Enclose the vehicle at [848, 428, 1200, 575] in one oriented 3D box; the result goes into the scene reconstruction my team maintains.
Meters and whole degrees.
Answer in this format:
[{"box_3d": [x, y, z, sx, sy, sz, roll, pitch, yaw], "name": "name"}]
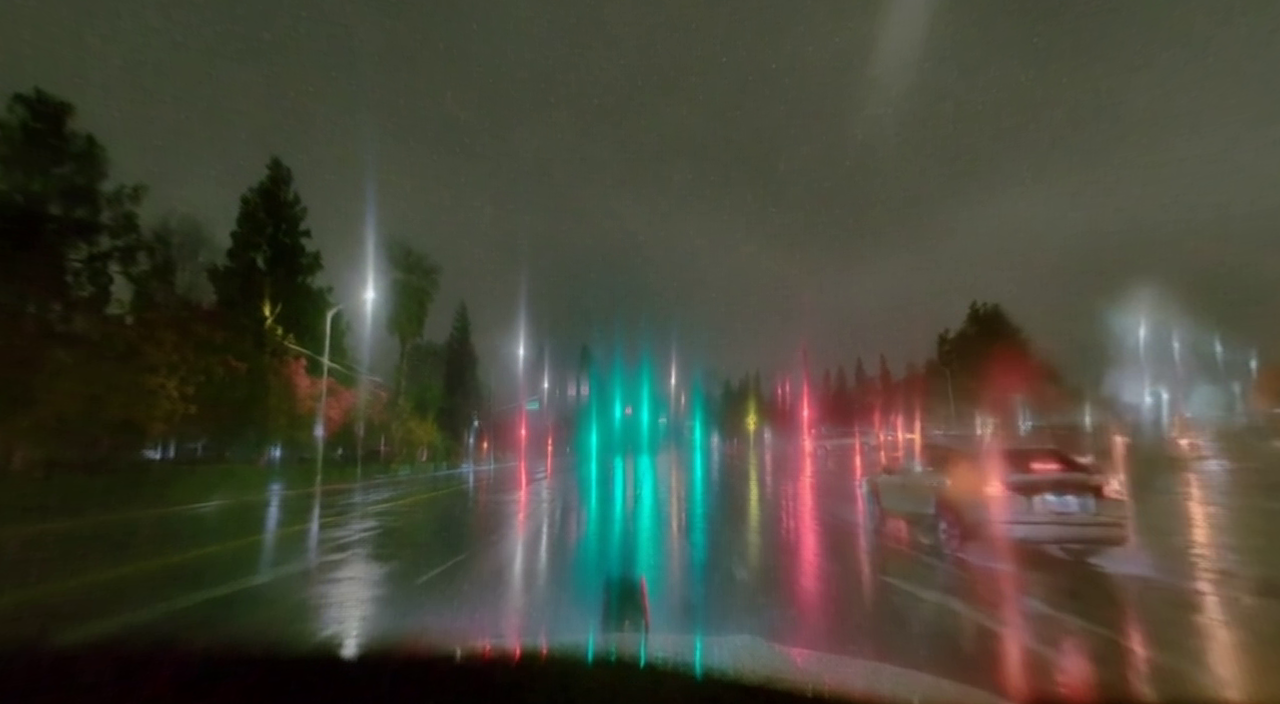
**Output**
[{"box_3d": [4.627, 1.845, 8.707, 2.006, 1.448, 4.671, 0, -8, 1], "name": "vehicle"}]
